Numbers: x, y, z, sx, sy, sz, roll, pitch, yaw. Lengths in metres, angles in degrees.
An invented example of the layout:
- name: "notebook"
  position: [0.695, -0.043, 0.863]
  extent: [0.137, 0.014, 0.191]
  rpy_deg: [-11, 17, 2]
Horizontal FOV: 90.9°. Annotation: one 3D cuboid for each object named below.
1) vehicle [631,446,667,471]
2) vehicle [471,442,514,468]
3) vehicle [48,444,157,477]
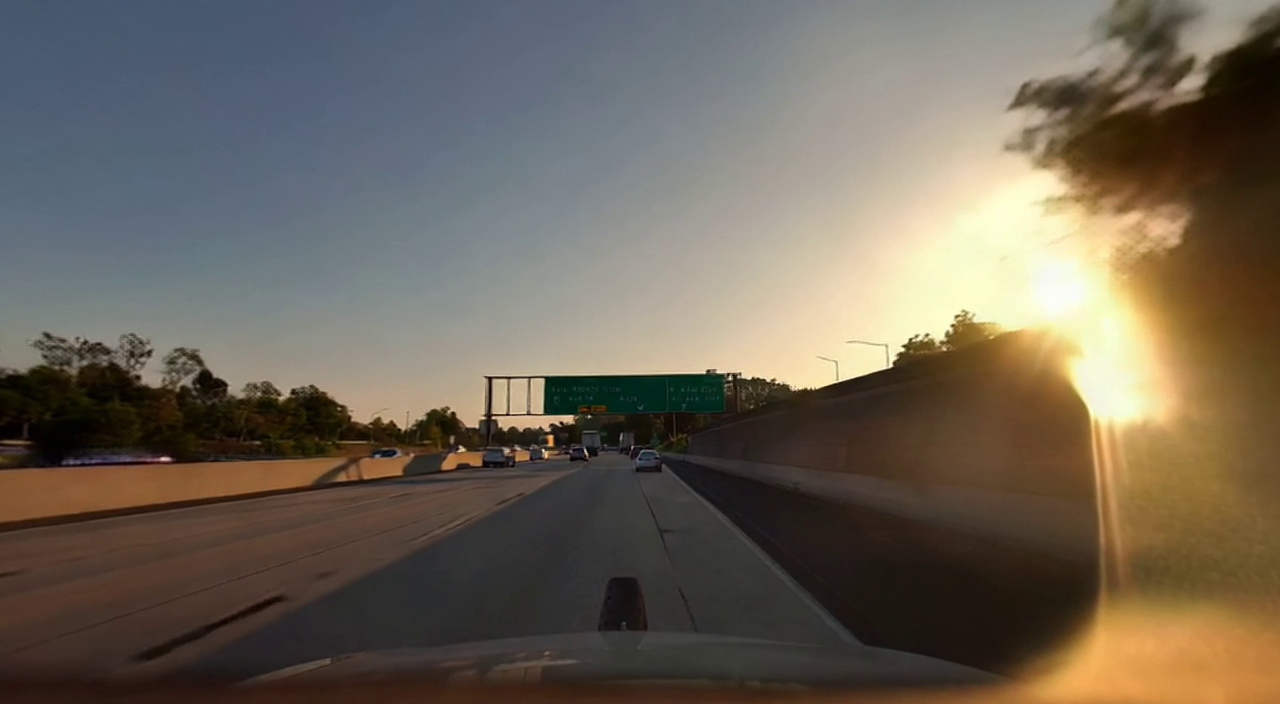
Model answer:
- name: "vehicle"
  position: [0.563, 6.577, 39.256]
  extent: [2.137, 1.461, 3.999]
  rpy_deg: [0, -8, 0]
- name: "vehicle"
  position: [-9.851, 6.901, 42.421]
  extent: [1.954, 1.605, 4.023]
  rpy_deg: [0, -8, -1]
- name: "vehicle"
  position: [-34.149, 6.876, 40.351]
  extent: [2.186, 1.879, 5.891]
  rpy_deg: [1, -8, -6]
